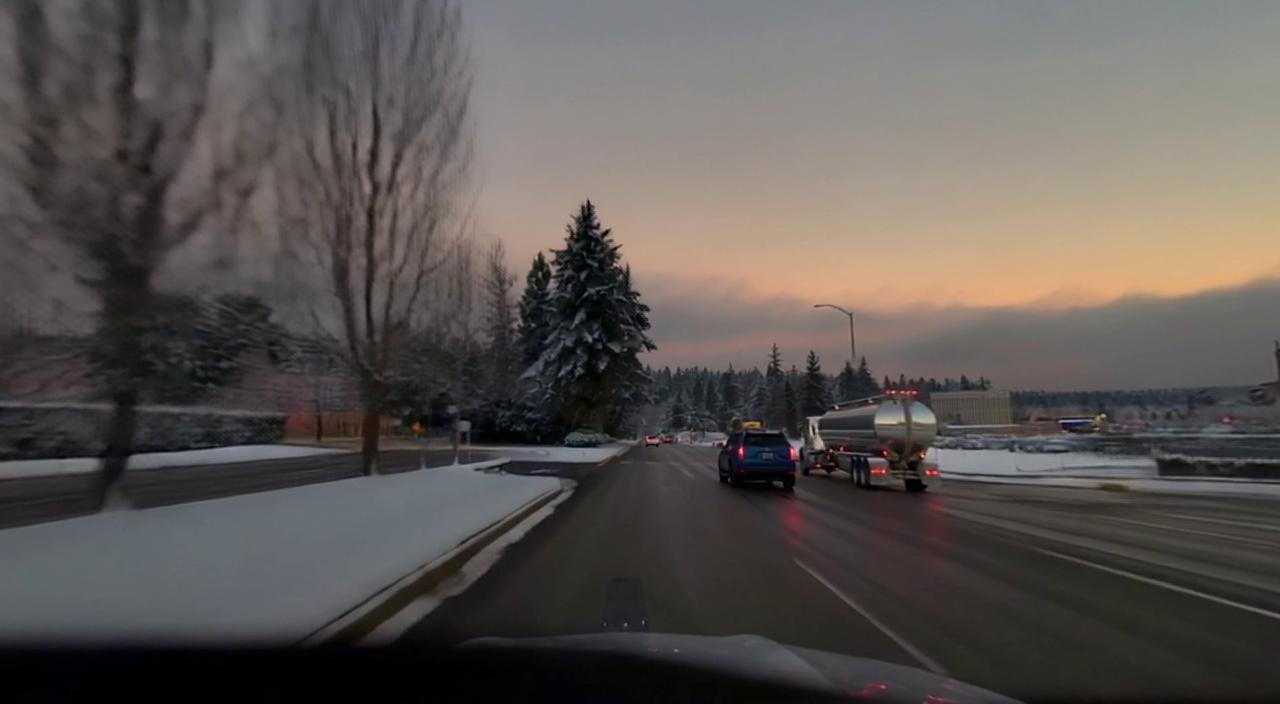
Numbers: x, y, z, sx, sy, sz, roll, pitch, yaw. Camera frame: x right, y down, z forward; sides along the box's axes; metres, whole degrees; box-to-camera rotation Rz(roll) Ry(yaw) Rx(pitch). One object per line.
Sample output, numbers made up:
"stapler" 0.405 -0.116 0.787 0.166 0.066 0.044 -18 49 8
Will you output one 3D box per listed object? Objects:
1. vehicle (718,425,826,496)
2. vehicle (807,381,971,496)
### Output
"vehicle" 3.528 2.991 17.805 2.045 1.729 4.532 0 -8 0
"vehicle" 7.837 2.863 20.917 2.849 3.207 6.275 0 -8 0
